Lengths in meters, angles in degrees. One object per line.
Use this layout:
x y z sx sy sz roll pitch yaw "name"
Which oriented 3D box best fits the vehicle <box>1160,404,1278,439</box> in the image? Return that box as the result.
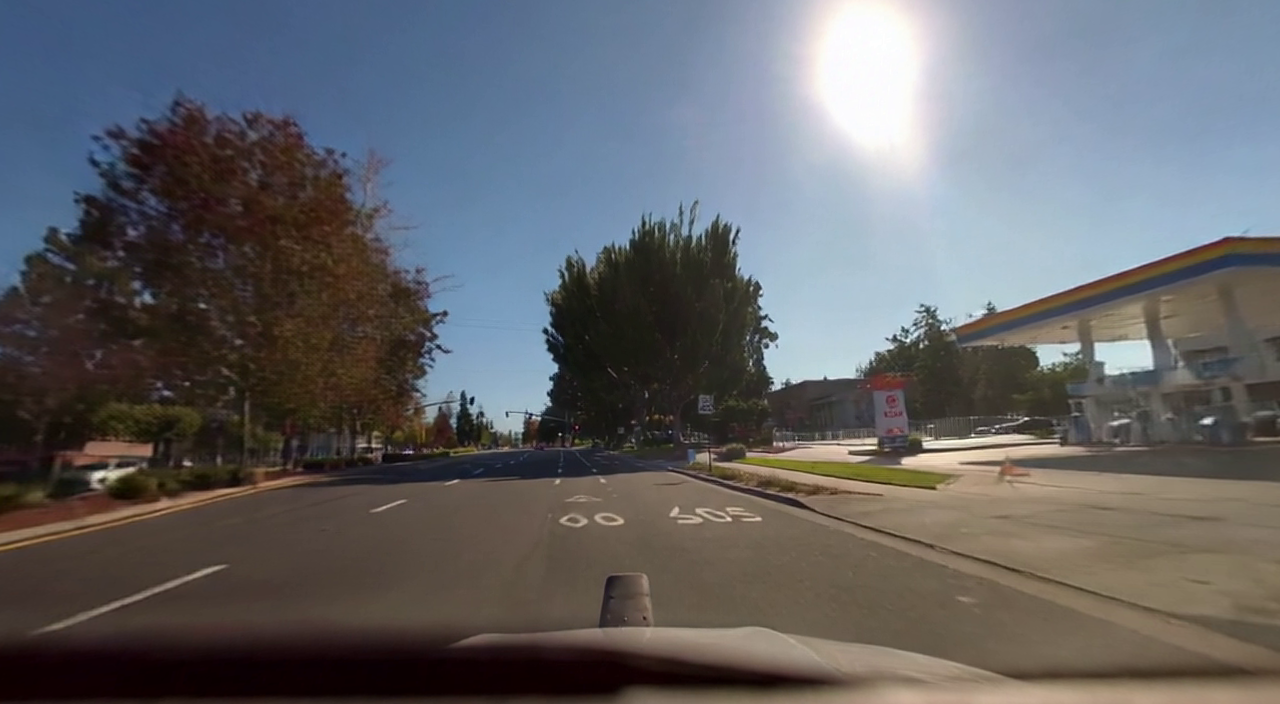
31.419 3.814 34.384 4.323 1.447 1.710 -9 -7 29 "vehicle"
